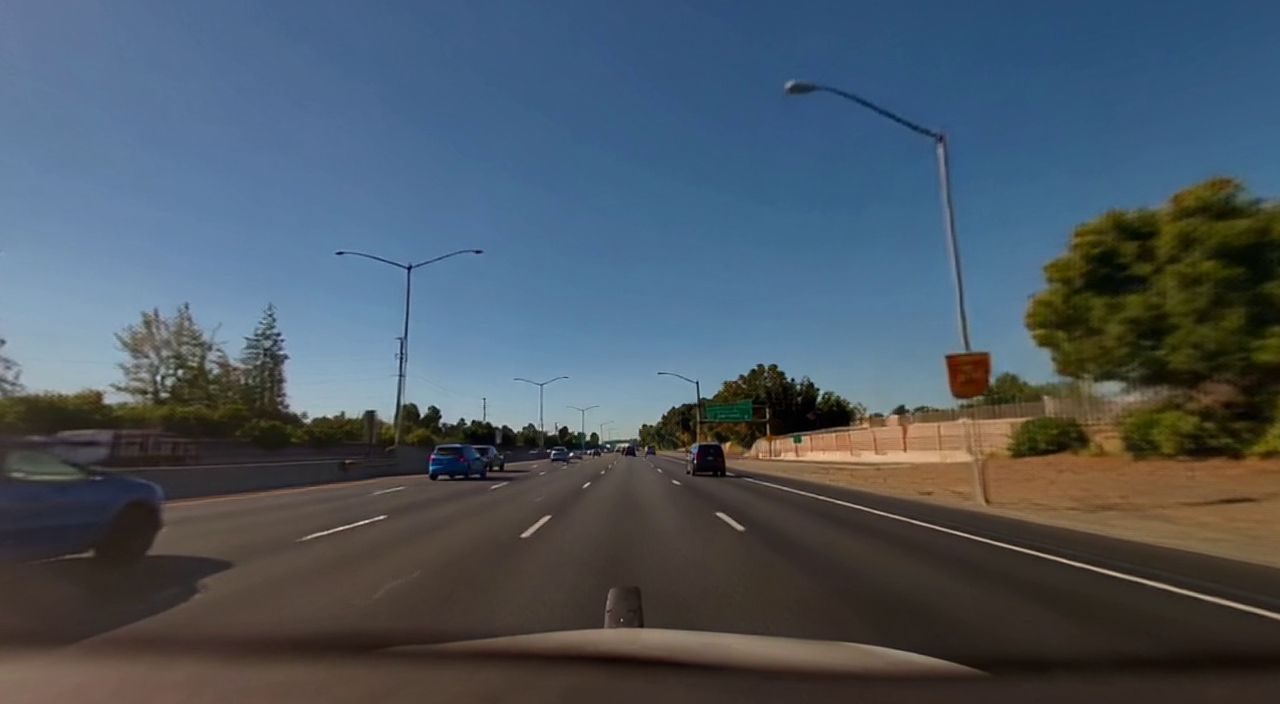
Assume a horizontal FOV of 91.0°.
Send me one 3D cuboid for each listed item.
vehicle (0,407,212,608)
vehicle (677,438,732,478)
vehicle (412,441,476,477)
[{"bbox_3d":[-7.080,1.419,5.767,2.524,1.806,5.325,0,-9,0],"label":"vehicle"},{"bbox_3d":[3.170,5.351,32.065,2.184,1.892,4.763,0,-9,-2],"label":"vehicle"},{"bbox_3d":[-11.109,6.083,36.036,2.137,1.873,4.687,0,-9,0],"label":"vehicle"}]
